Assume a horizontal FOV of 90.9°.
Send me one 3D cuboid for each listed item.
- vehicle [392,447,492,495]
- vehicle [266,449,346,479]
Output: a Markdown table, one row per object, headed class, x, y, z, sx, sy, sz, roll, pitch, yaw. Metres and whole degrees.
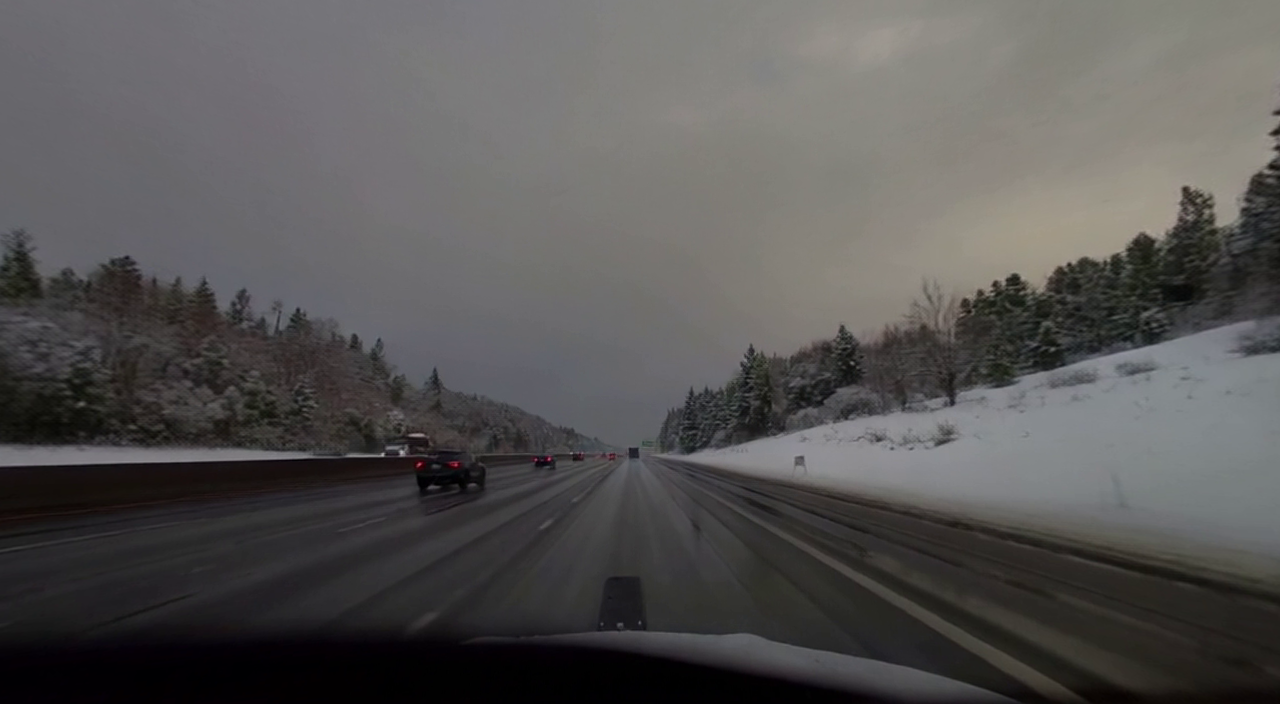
| class | x | y | z | sx | sy | sz | roll | pitch | yaw |
| --- | --- | --- | --- | --- | --- | --- | --- | --- | --- |
| vehicle | -6.820 | 4.115 | 22.259 | 2.015 | 1.483 | 4.626 | 0 | -9 | 0 |
| vehicle | -18.191 | 6.094 | 34.596 | 1.885 | 1.505 | 4.690 | 0 | -9 | 0 |
